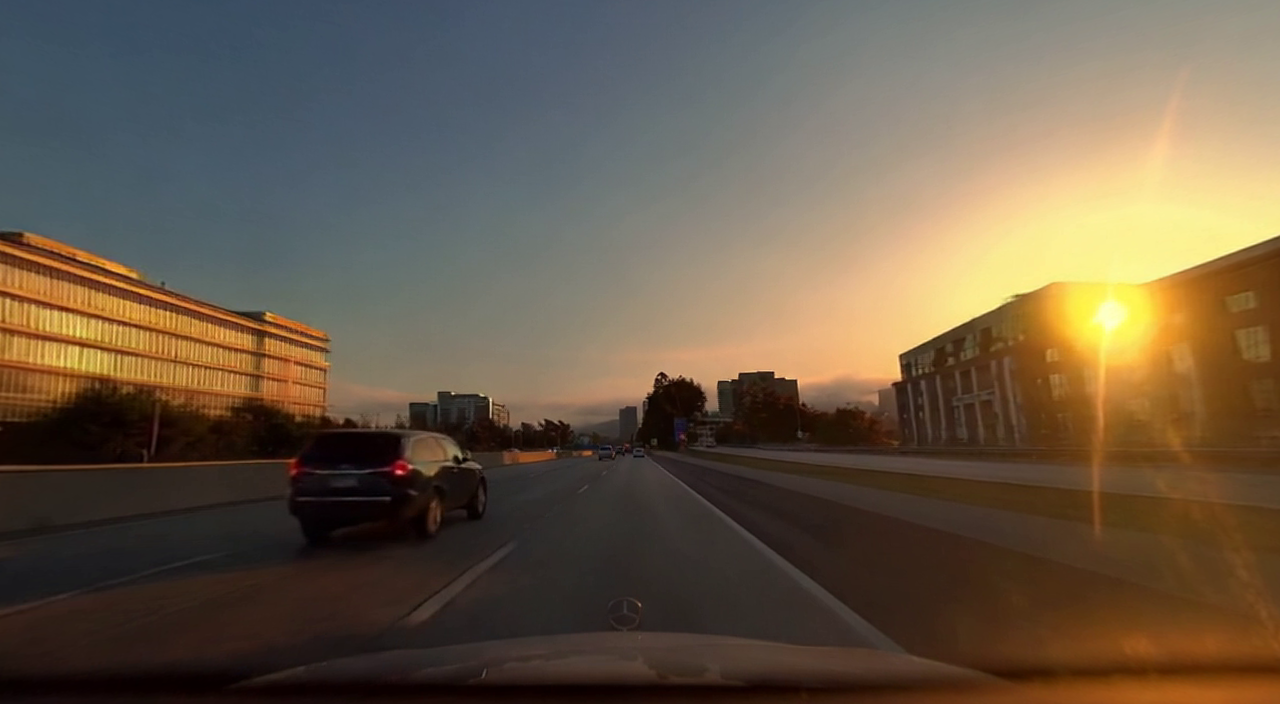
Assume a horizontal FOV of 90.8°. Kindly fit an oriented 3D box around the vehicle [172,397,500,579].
[{"bbox_3d":[-3.638,1.745,8.918,2.145,1.828,4.867,0,-8,1],"label":"vehicle"}]
